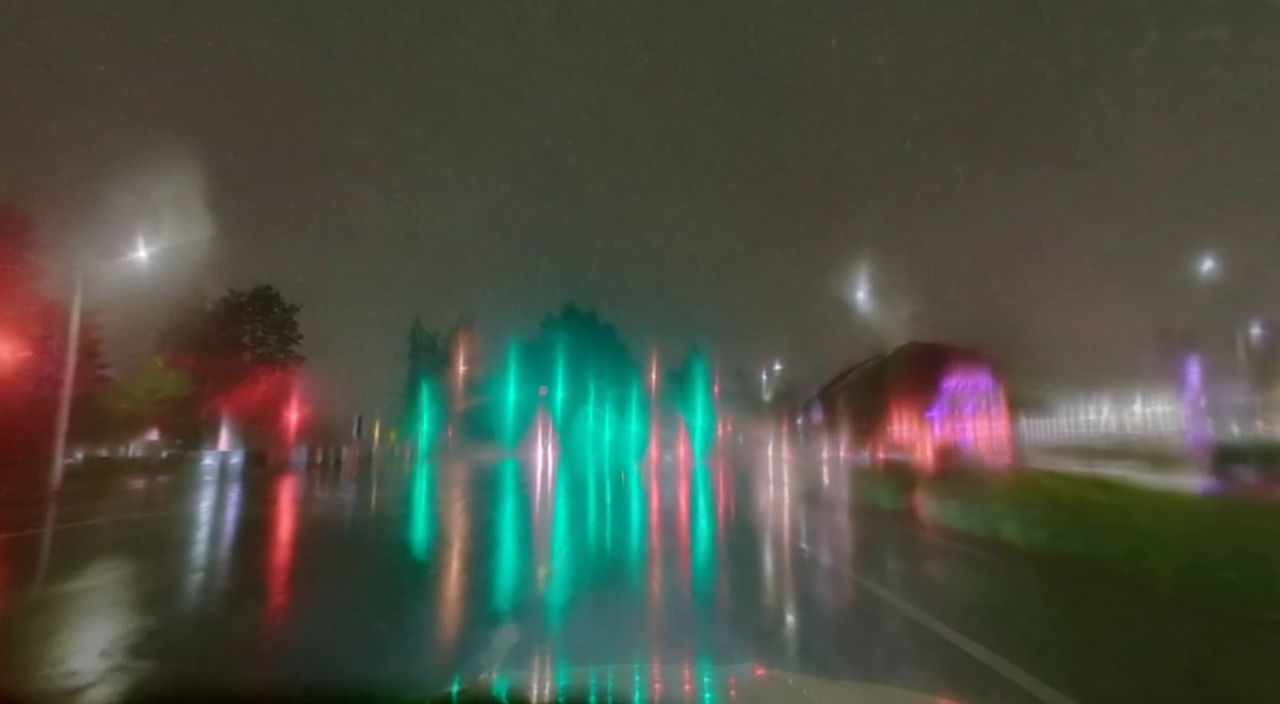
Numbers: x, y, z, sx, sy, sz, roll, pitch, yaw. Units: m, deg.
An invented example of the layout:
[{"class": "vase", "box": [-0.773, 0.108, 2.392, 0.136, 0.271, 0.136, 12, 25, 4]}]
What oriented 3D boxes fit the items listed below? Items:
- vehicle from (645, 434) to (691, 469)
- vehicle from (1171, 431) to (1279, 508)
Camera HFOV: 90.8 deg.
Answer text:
[{"class": "vehicle", "box": [1.417, 5.227, 33.293, 2.230, 1.683, 4.204, 0, -8, 1]}, {"class": "vehicle", "box": [14.330, 2.423, 13.355, 4.602, 1.461, 1.899, 1, -8, -5]}]
